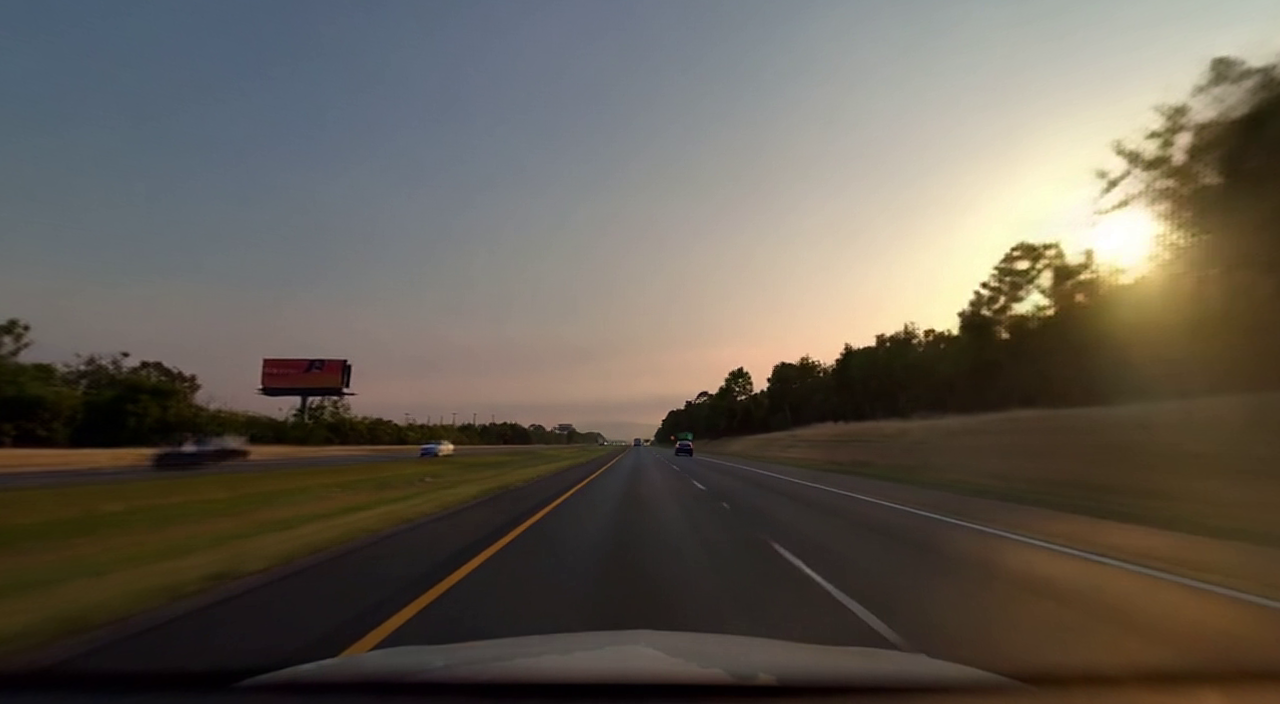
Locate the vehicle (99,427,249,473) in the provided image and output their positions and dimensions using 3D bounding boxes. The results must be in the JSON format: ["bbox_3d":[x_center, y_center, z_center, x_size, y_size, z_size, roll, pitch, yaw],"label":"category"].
[{"bbox_3d":[-21.526,4.577,29.610,2.454,1.943,5.953,0,-8,0],"label":"vehicle"}]
